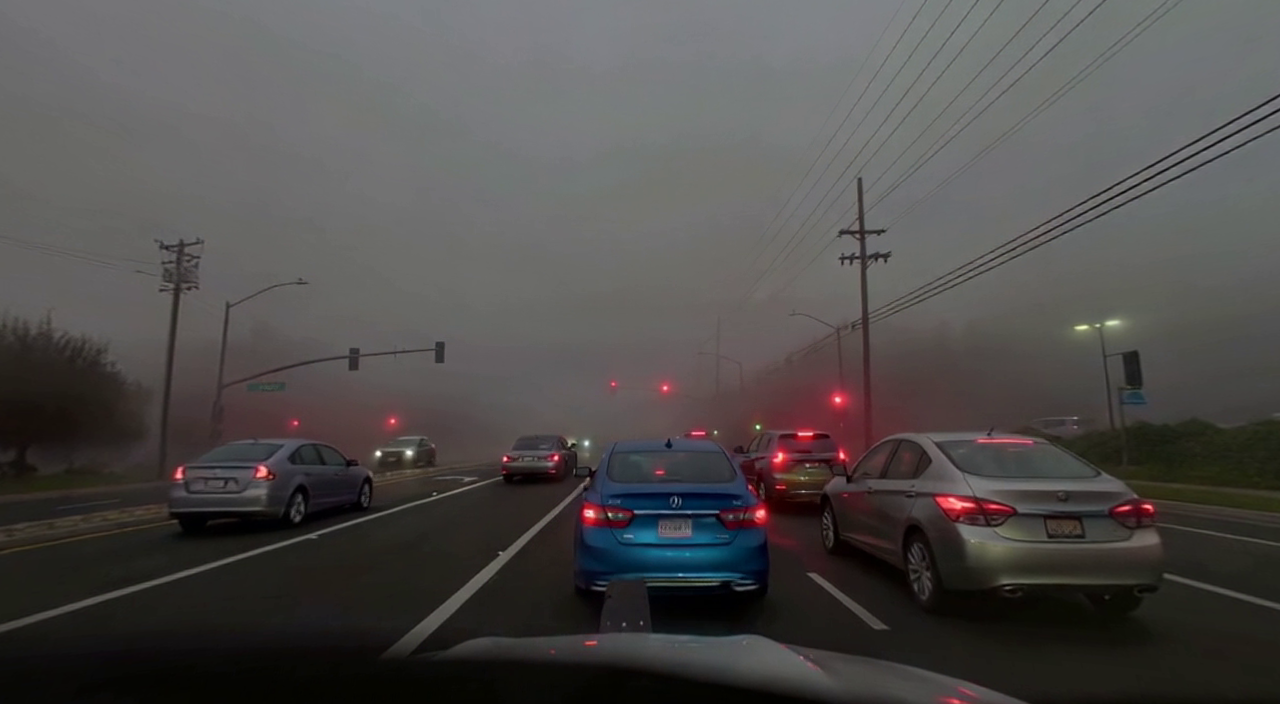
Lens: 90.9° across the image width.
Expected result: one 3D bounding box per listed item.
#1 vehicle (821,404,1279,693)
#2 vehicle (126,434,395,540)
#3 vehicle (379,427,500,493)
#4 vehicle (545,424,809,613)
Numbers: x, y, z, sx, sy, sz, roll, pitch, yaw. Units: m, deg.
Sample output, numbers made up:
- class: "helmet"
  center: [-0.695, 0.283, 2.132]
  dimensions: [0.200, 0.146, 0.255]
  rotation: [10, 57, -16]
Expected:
- class: "vehicle"
  center: [3.133, 1.344, 5.487]
  dimensions: [1.870, 1.523, 4.096]
  rotation: [0, -8, 0]
- class: "vehicle"
  center: [-6.418, 2.294, 11.500]
  dimensions: [1.955, 1.497, 4.639]
  rotation: [-1, -8, 1]
- class: "vehicle"
  center: [-6.277, 3.447, 20.541]
  dimensions: [2.070, 1.824, 5.196]
  rotation: [-1, -8, 2]
- class: "vehicle"
  center: [0.301, 1.625, 7.094]
  dimensions: [2.109, 1.483, 3.964]
  rotation: [0, -8, 0]
